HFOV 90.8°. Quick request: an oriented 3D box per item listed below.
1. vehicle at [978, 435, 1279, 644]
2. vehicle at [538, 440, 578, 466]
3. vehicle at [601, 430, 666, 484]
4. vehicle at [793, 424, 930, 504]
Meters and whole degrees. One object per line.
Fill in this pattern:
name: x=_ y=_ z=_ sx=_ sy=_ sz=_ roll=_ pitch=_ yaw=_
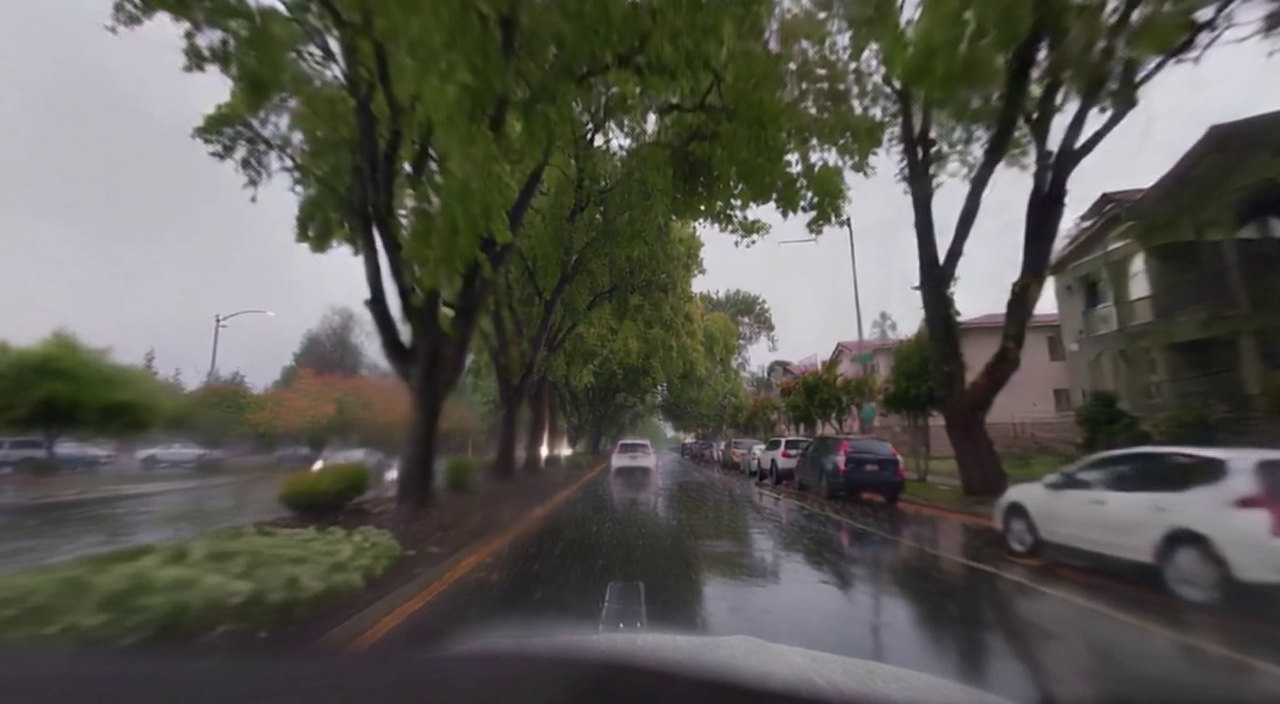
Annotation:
vehicle: x=5.562 y=1.561 z=5.988 sx=2.022 sy=1.484 sz=4.612 roll=0 pitch=-8 yaw=-2
vehicle: x=-4.973 y=6.222 z=38.975 sx=2.105 sy=1.474 sz=4.808 roll=0 pitch=-8 yaw=-3
vehicle: x=-0.263 y=3.632 z=22.162 sx=2.070 sy=1.698 sz=3.925 roll=0 pitch=-8 yaw=-1
vehicle: x=5.825 y=3.008 z=17.363 sx=2.139 sy=1.872 sz=4.585 roll=0 pitch=-8 yaw=1
